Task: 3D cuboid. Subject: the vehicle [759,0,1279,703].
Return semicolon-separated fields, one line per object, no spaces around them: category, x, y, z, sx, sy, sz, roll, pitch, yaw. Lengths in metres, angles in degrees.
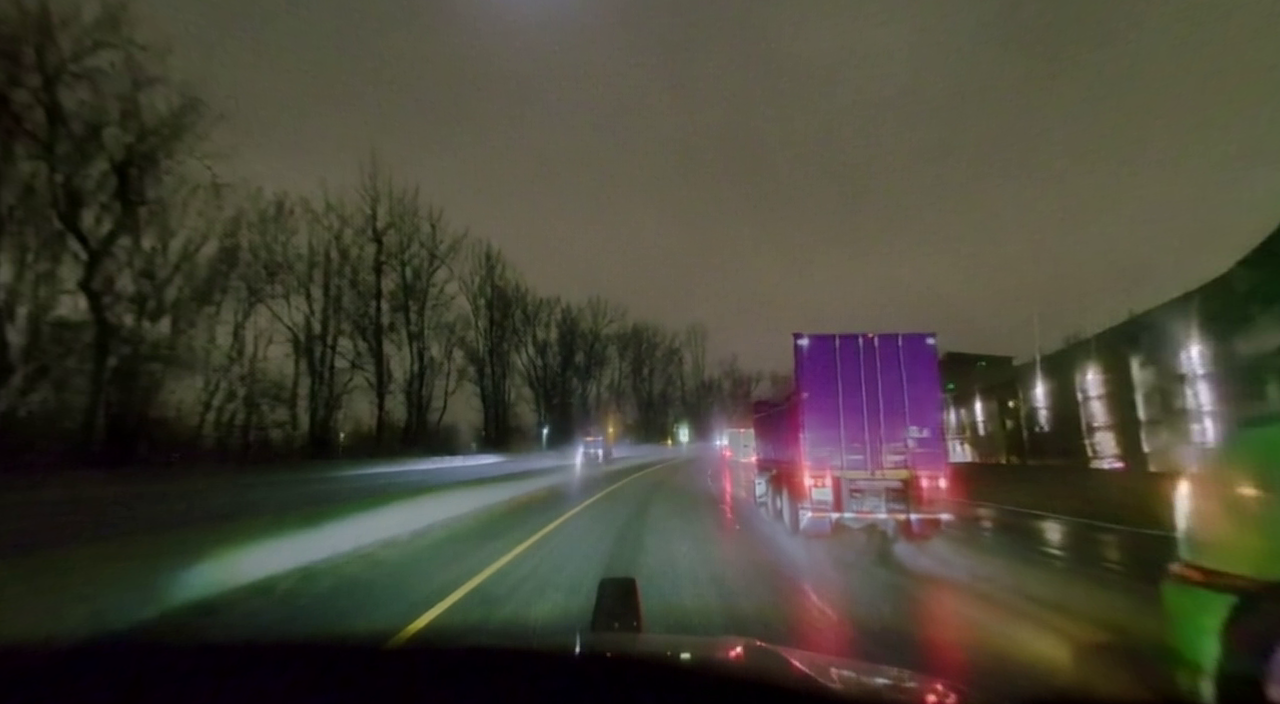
vehicle;4.079;1.002;7.171;2.916;3.563;14.462;0;-9;1

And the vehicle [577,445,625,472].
vehicle;-2.350;6.566;38.892;2.054;1.525;4.441;-1;-9;8
